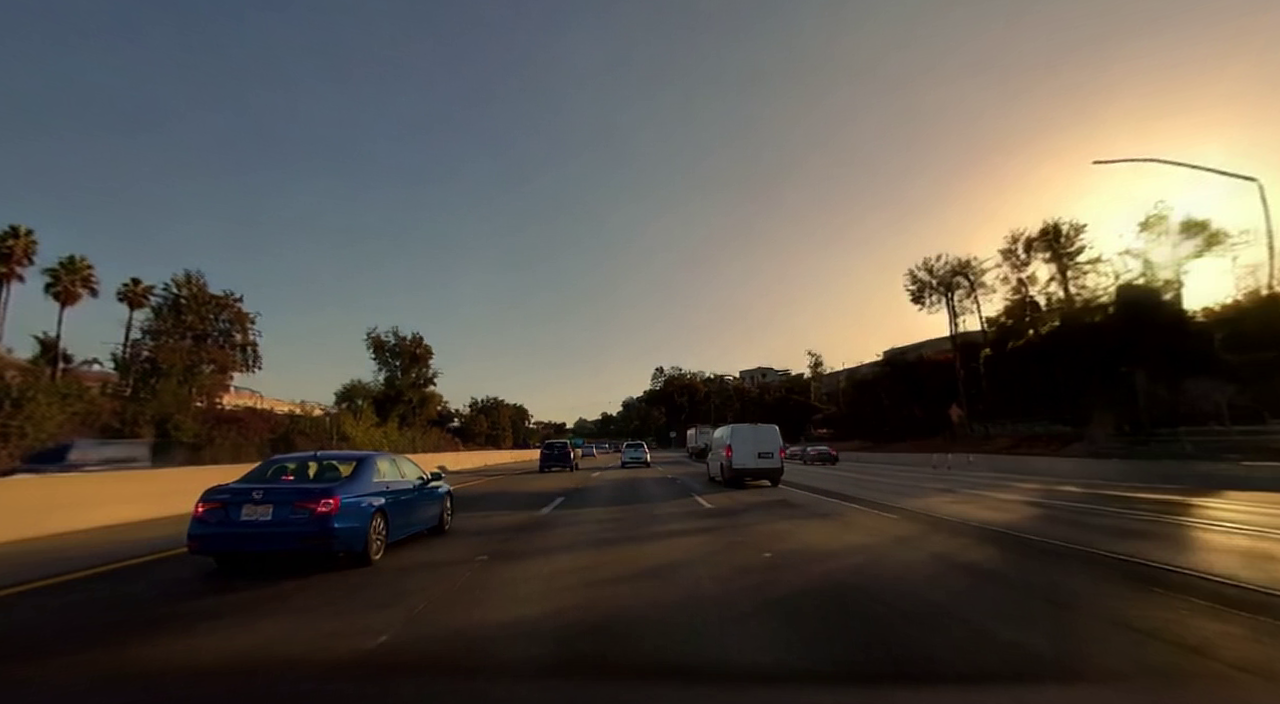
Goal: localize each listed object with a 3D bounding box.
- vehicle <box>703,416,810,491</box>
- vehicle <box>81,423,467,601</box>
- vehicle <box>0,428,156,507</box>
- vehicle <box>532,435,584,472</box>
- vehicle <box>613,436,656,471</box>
[{"bbox_3d":[3.548,3.286,20.629,2.250,2.074,5.723,0,-9,-2],"label":"vehicle"},{"bbox_3d":[-3.670,1.671,7.533,1.991,1.469,4.381,0,-9,-1],"label":"vehicle"},{"bbox_3d":[-17.412,3.308,18.516,2.414,1.959,5.101,0,-9,-2],"label":"vehicle"},{"bbox_3d":[-4.257,5.394,33.653,2.109,1.793,4.613,0,-9,0],"label":"vehicle"},{"bbox_3d":[-0.290,5.539,34.677,2.212,1.786,4.198,0,-9,-1],"label":"vehicle"}]
